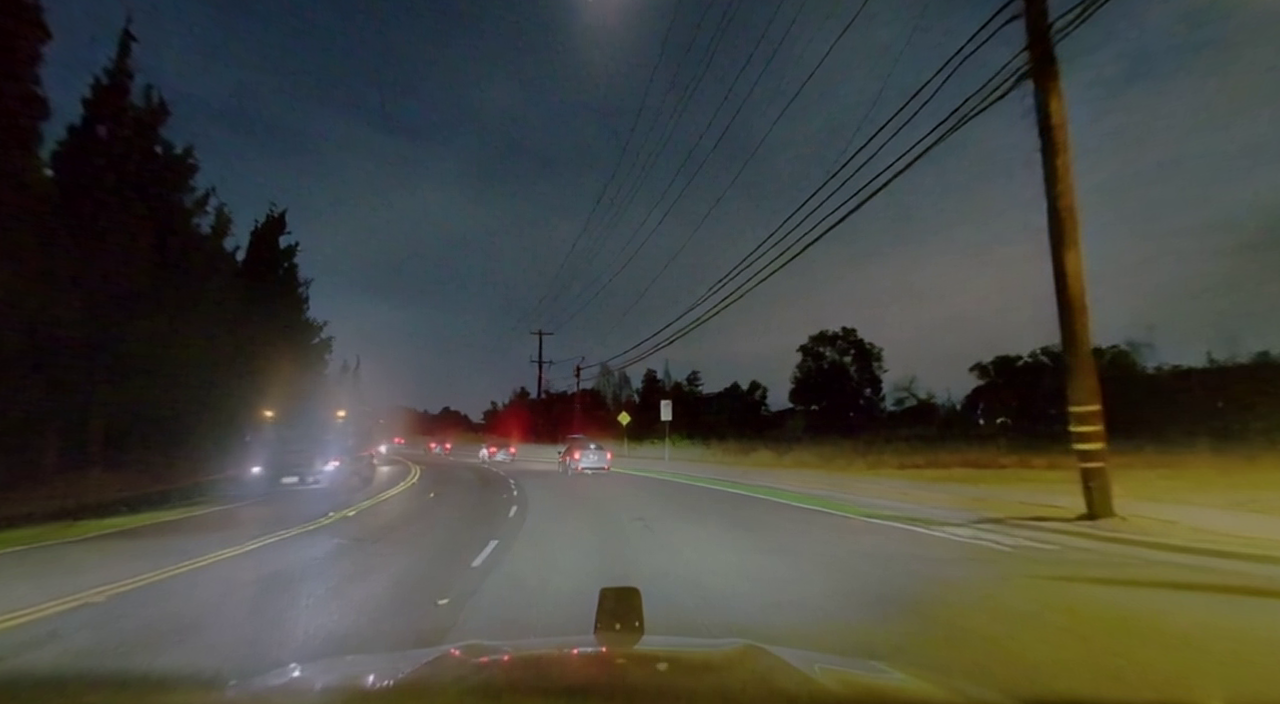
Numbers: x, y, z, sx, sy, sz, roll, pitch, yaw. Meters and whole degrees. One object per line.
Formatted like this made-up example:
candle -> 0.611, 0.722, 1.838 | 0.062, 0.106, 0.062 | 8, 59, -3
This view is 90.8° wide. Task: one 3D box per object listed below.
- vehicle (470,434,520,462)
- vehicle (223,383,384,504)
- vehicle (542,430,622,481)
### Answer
vehicle -> -9.714, 6.384, 42.011 | 2.075, 1.699, 4.520 | 5, -10, -28
vehicle -> -9.456, 2.705, 18.662 | 2.413, 2.872, 6.823 | 2, -9, -13
vehicle -> -2.403, 4.054, 24.918 | 2.140, 1.767, 4.720 | 3, -9, -18
